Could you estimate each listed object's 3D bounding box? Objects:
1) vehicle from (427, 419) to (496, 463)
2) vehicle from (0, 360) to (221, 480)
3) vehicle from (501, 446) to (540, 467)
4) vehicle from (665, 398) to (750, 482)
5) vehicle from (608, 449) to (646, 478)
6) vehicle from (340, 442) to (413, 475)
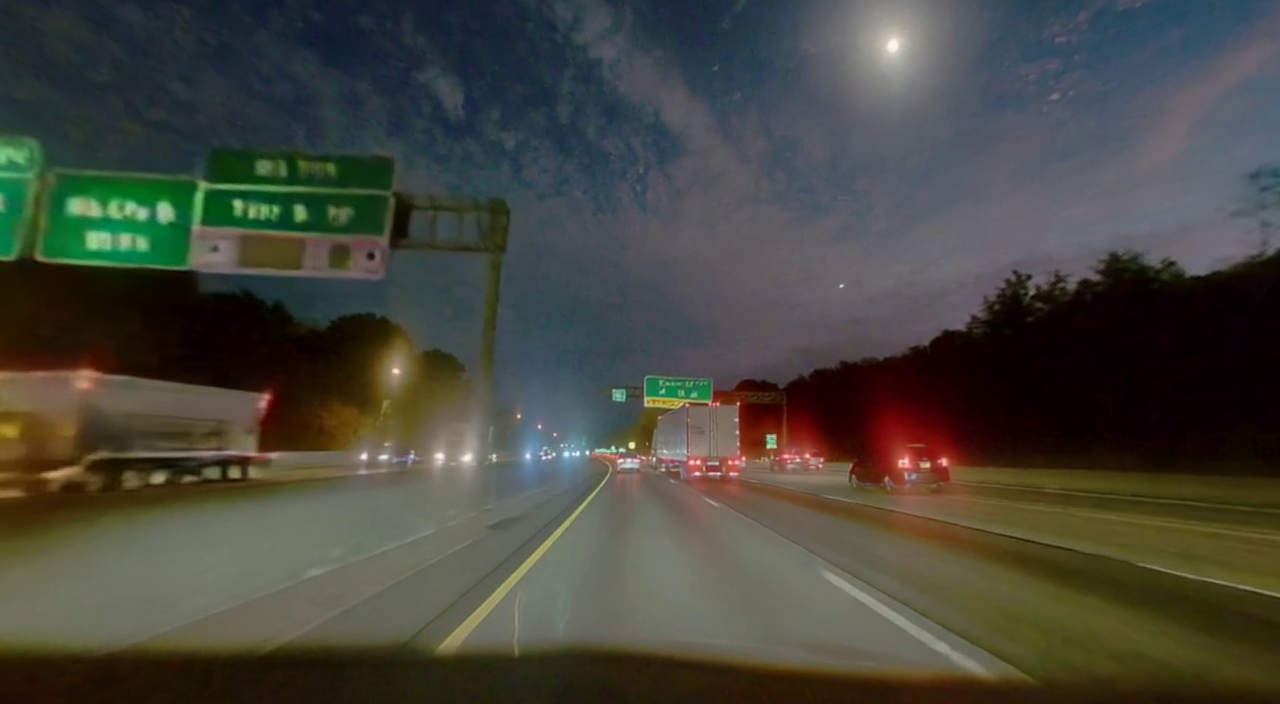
[{"bbox_3d":[-7.954,4.066,28.594,2.073,1.806,4.773,0,-9,-4],"label":"vehicle"},{"bbox_3d":[-11.846,1.625,14.001,2.161,2.281,4.072,0,-10,0],"label":"vehicle"},{"bbox_3d":[-8.931,7.854,47.582,2.013,1.451,4.635,-1,-9,0],"label":"vehicle"},{"bbox_3d":[3.497,5.263,36.801,2.931,4.009,12.800,0,-9,-3],"label":"vehicle"},{"bbox_3d":[-0.796,6.635,37.584,2.111,1.599,3.859,0,-9,-2],"label":"vehicle"},{"bbox_3d":[-12.286,4.998,29.704,1.845,1.441,3.969,0,-9,-2],"label":"vehicle"}]
